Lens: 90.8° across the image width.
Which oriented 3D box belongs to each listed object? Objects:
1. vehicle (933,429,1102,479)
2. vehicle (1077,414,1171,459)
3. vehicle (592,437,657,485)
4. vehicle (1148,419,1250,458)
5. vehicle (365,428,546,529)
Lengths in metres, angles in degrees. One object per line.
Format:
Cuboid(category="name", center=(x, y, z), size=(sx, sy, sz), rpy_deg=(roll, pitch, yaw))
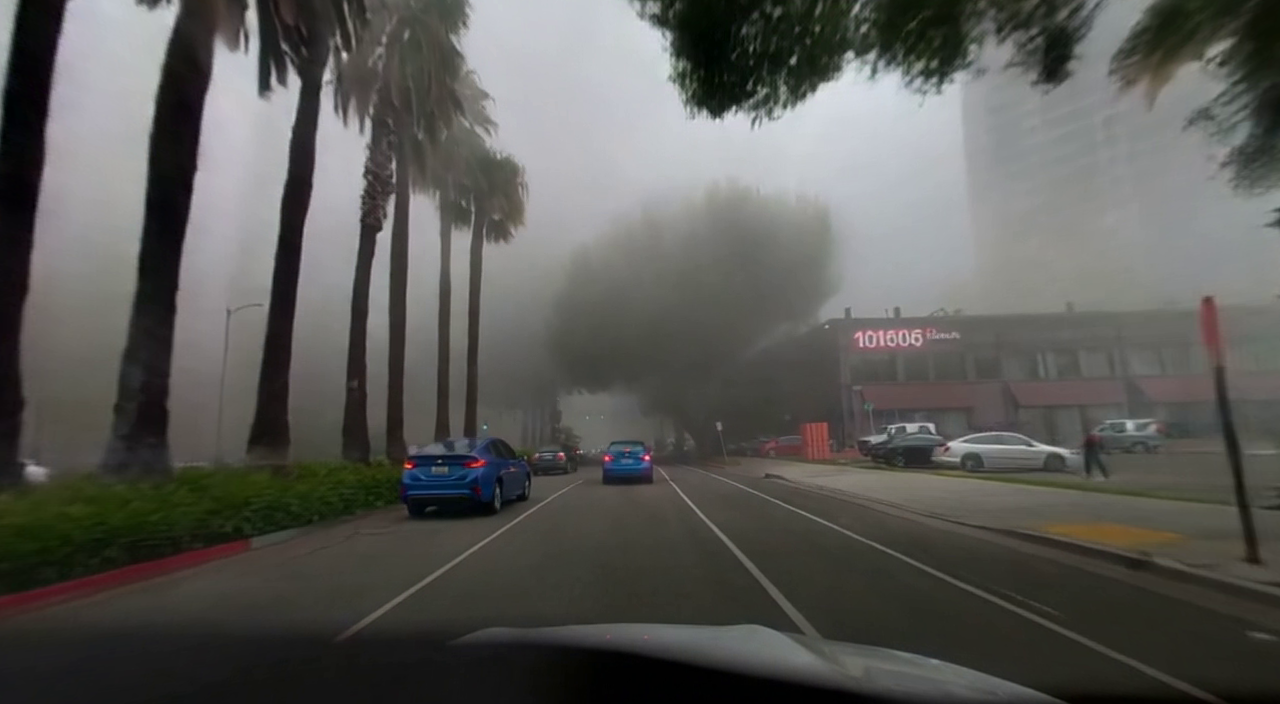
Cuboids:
Cuboid(category="vehicle", center=(13.274, 3.599, 22.395), size=(4.749, 1.522, 1.905), rpy_deg=(-1, -9, -3))
Cuboid(category="vehicle", center=(23.663, 4.201, 31.163), size=(2.288, 1.984, 5.526), rpy_deg=(-4, -9, 23))
Cuboid(category="vehicle", center=(-0.480, 3.634, 21.331), size=(2.004, 1.465, 3.713), rpy_deg=(0, -9, 0))
Cuboid(category="vehicle", center=(26.478, 4.160, 30.156), size=(1.982, 1.694, 4.676), rpy_deg=(-3, -9, 20))
Cuboid(category="vehicle", center=(-3.210, 2.304, 12.079), size=(2.071, 1.544, 4.383), rpy_deg=(0, -9, 1))
